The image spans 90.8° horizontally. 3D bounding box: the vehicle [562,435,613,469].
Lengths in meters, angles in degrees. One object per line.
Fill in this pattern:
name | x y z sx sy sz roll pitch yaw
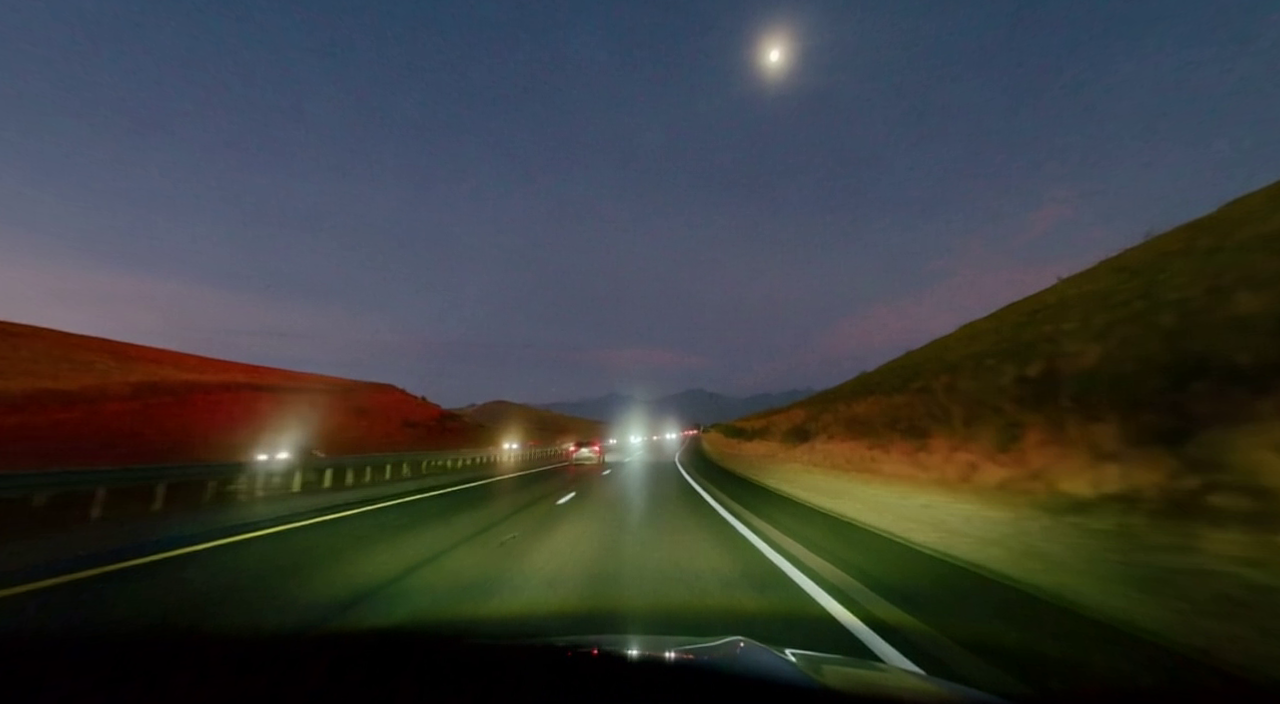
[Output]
vehicle | -2.850 5.636 35.710 2.252 1.743 4.560 -1 -8 3
